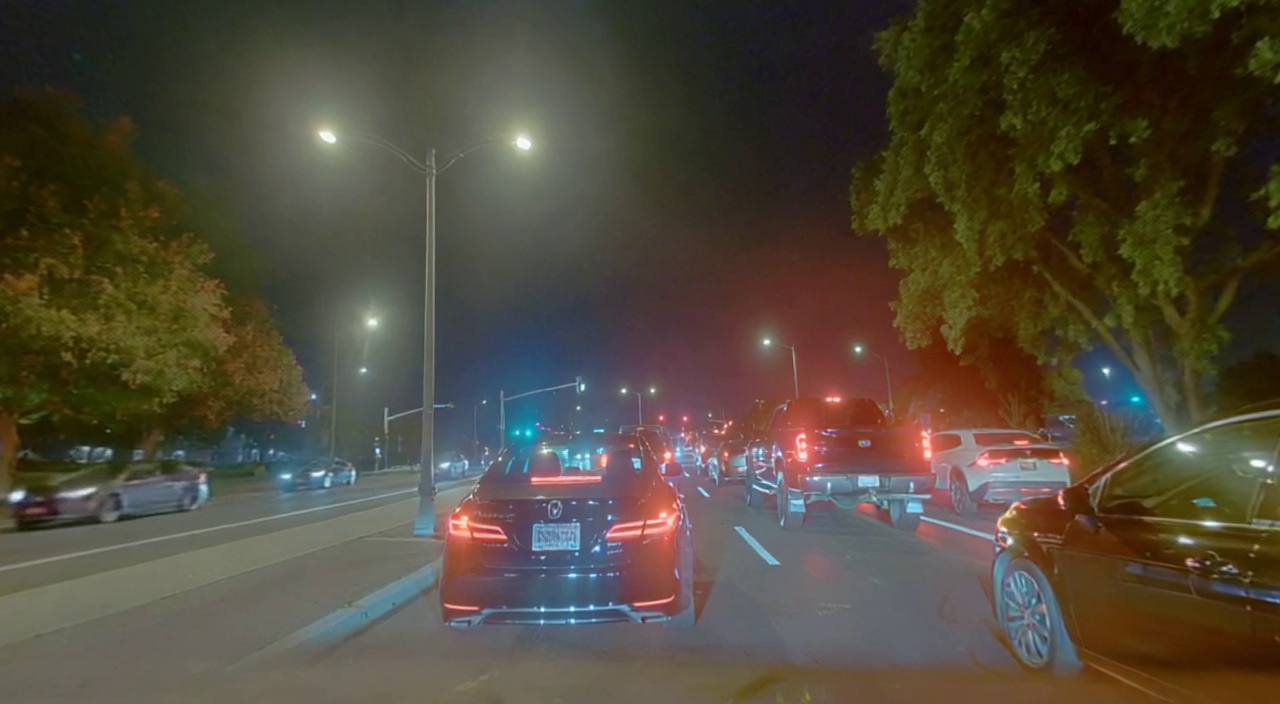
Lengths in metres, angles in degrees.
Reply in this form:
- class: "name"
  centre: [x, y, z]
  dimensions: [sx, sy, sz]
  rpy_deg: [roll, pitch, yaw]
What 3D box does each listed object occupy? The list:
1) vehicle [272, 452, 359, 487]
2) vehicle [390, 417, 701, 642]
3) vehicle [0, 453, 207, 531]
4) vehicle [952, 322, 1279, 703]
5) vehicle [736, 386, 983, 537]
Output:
- class: "vehicle"
  centre: [-16.020, 5.782, 31.243]
  dimensions: [1.966, 1.563, 4.203]
  rpy_deg: [0, -9, 1]
- class: "vehicle"
  centre: [-0.584, 1.502, 6.336]
  dimensions: [2.111, 1.506, 4.018]
  rpy_deg: [0, -9, 2]
- class: "vehicle"
  centre: [-12.767, 3.201, 14.919]
  dimensions: [1.926, 1.519, 4.104]
  rpy_deg: [0, -9, 1]
- class: "vehicle"
  centre: [3.157, 0.758, 2.078]
  dimensions: [1.982, 1.709, 4.427]
  rpy_deg: [0, -9, 1]
- class: "vehicle"
  centre: [3.514, 1.957, 11.710]
  dimensions: [2.444, 2.098, 5.766]
  rpy_deg: [0, -9, -1]
